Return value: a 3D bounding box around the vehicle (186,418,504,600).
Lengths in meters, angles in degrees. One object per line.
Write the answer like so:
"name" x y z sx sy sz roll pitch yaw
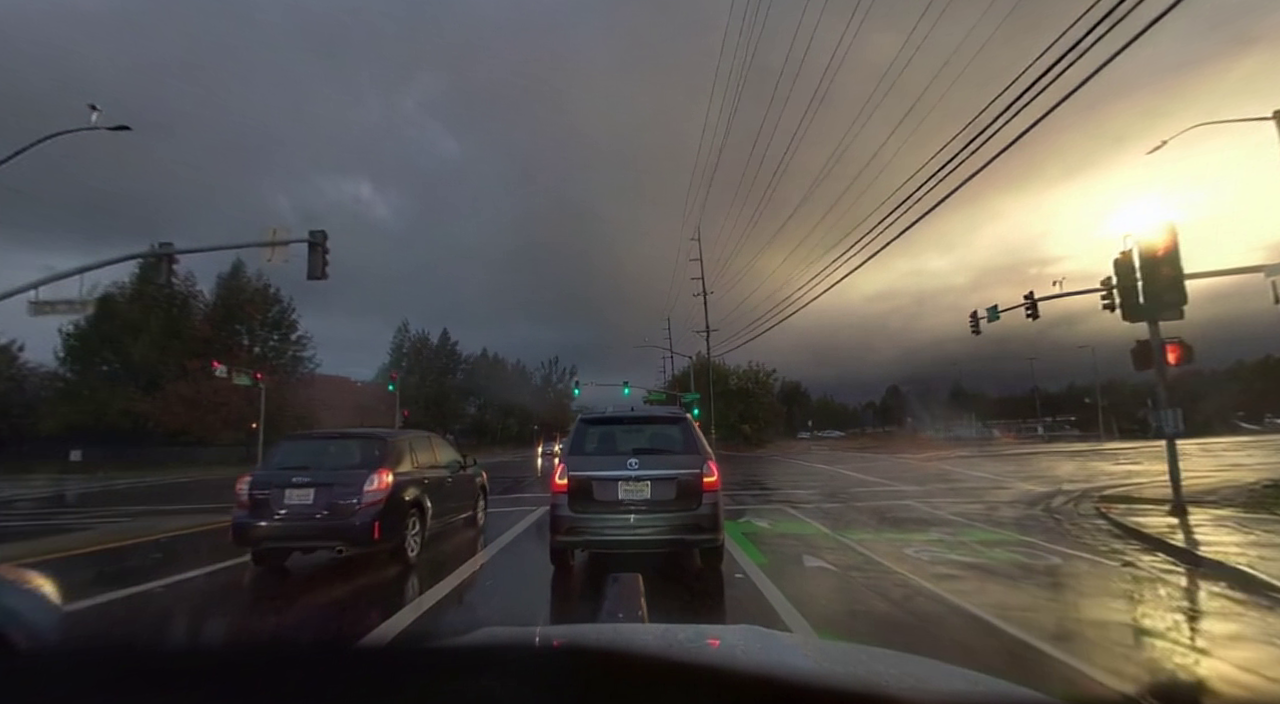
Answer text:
"vehicle" -2.908 1.630 7.305 1.726 1.506 3.840 0 -9 1

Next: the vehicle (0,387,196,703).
"vehicle" -3.474 0.662 0.701 2.138 1.488 5.327 0 -7 0

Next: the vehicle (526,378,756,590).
"vehicle" -0.025 1.589 8.309 2.036 1.885 5.196 0 -9 -1
